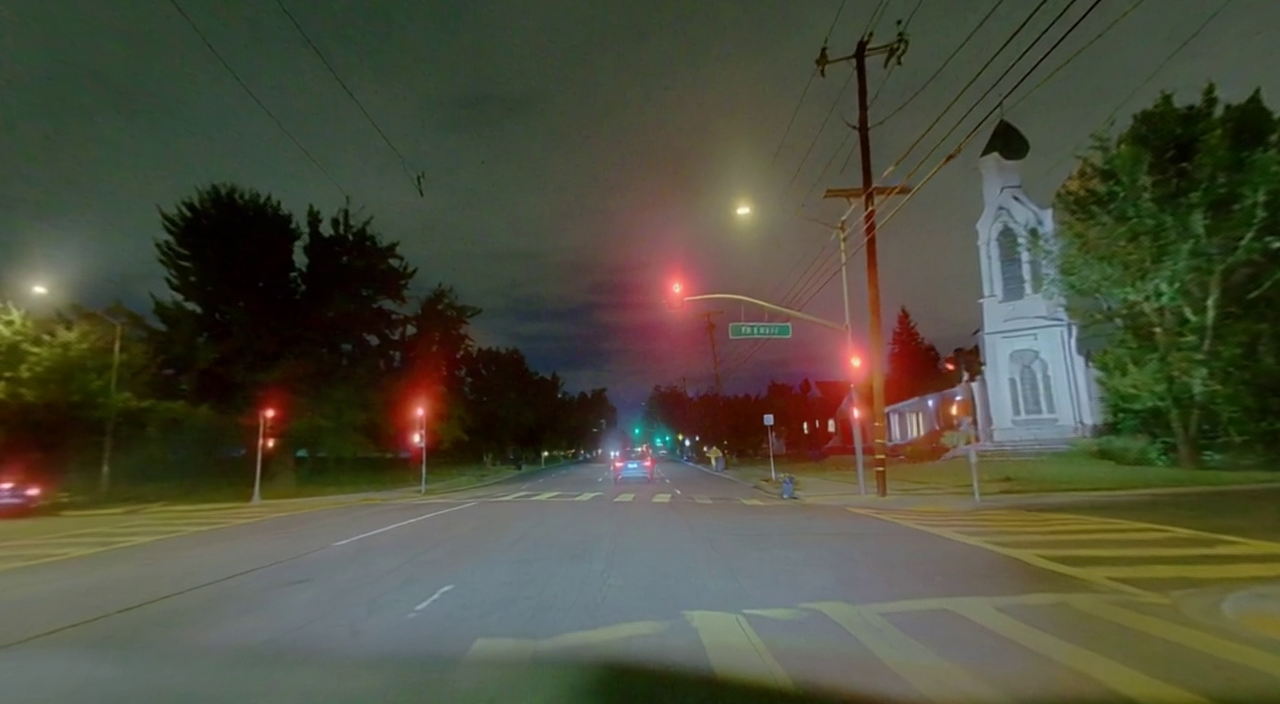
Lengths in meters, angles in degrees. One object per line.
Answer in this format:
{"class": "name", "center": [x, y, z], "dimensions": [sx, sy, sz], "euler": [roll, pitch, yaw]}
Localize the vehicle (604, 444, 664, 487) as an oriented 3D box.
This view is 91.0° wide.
{"class": "vehicle", "center": [-0.238, 4.296, 24.178], "dimensions": [2.093, 1.497, 4.010], "euler": [0, -9, -1]}
